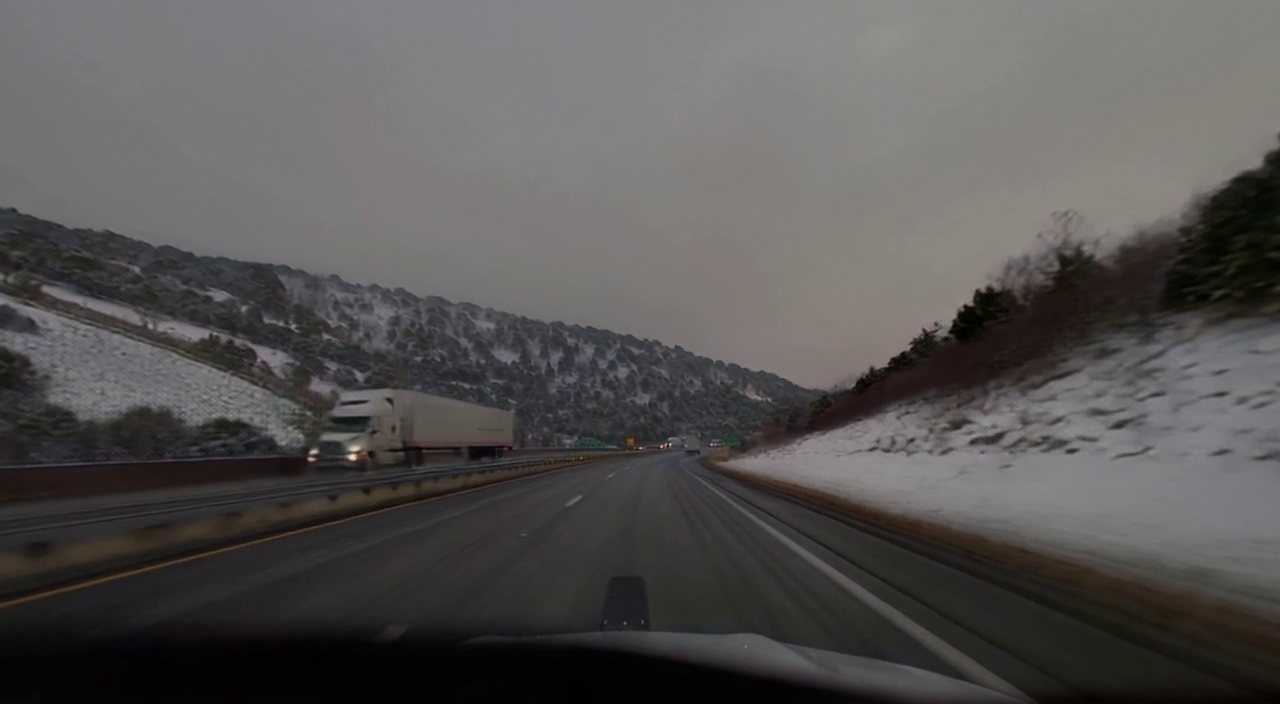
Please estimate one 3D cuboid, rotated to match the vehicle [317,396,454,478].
[{"bbox_3d":[-12.597,4.441,32.372,3.043,3.571,8.922,0,-9,2],"label":"vehicle"}]
